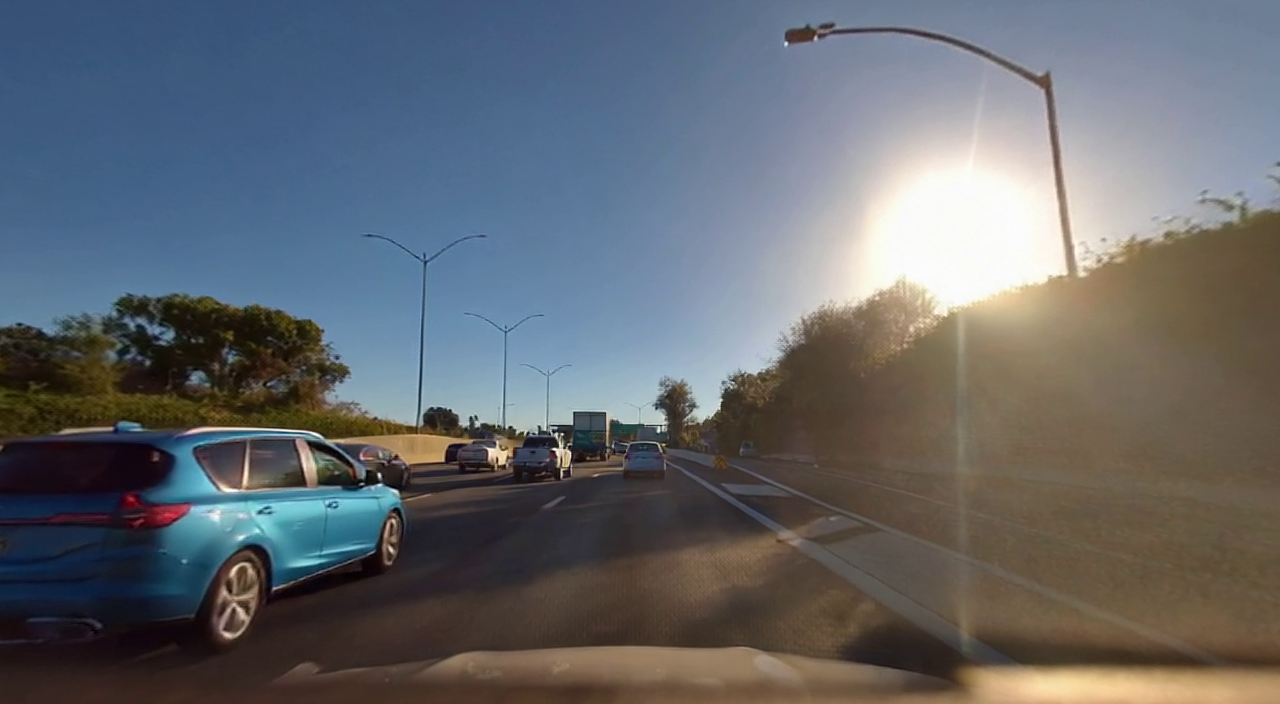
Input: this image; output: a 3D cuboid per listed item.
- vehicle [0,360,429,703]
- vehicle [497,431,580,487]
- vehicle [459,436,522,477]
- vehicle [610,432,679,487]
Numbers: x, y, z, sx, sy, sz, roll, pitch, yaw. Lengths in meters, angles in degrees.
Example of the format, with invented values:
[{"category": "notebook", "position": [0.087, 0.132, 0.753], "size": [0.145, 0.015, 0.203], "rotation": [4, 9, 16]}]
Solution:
[{"category": "vehicle", "position": [-3.485, 1.198, 4.794], "size": [2.209, 1.711, 4.296], "rotation": [0, -8, 1]}, {"category": "vehicle", "position": [-3.505, 3.784, 22.684], "size": [2.125, 1.792, 4.466], "rotation": [0, -8, 2]}, {"category": "vehicle", "position": [-7.069, 4.980, 30.264], "size": [1.998, 1.770, 4.222], "rotation": [0, -8, 0]}, {"category": "vehicle", "position": [0.153, 3.699, 22.009], "size": [2.180, 1.716, 3.920], "rotation": [0, -8, 0]}]
